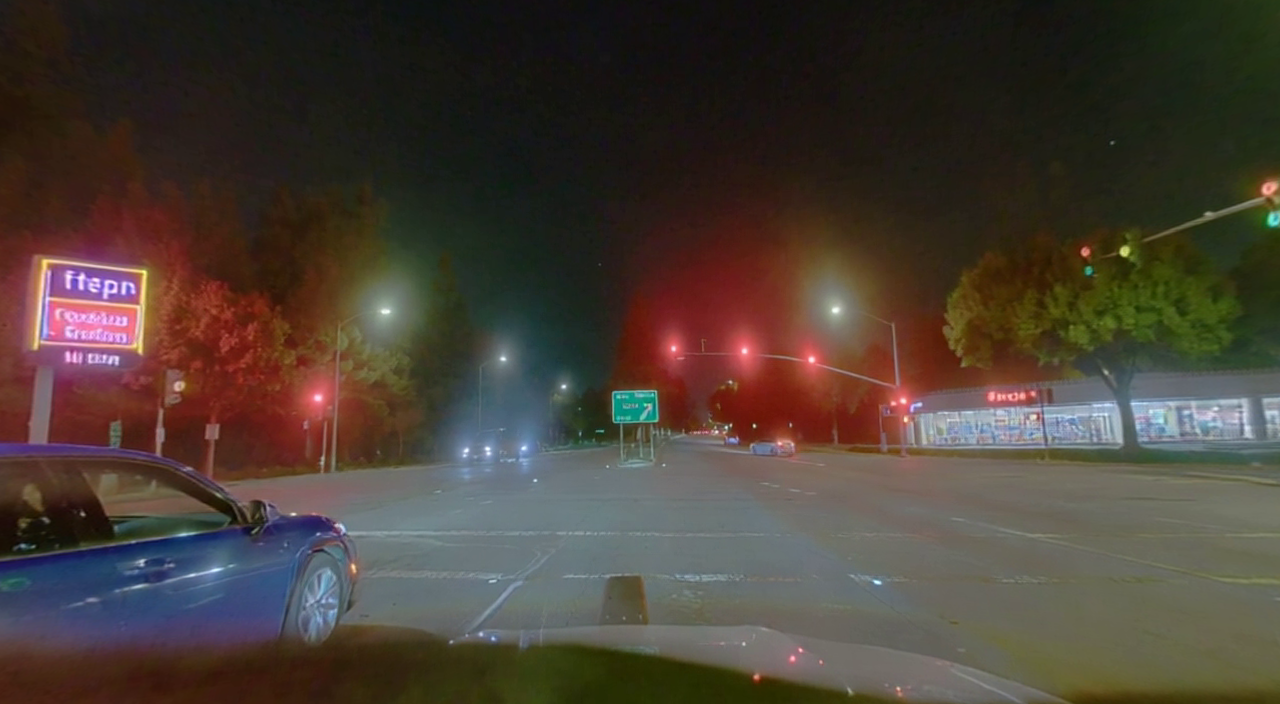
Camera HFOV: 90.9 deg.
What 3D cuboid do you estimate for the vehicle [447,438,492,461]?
[{"bbox_3d":[-11.773,6.787,43.898,2.111,1.499,4.371,0,-9,-3],"label":"vehicle"}]

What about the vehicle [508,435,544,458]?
[{"bbox_3d":[-8.067,6.746,45.050,1.920,1.546,4.086,0,-9,-2],"label":"vehicle"}]

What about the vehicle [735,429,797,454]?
[{"bbox_3d":[8.712,6.286,44.052,1.936,1.664,4.667,4,-10,-24],"label":"vehicle"}]
